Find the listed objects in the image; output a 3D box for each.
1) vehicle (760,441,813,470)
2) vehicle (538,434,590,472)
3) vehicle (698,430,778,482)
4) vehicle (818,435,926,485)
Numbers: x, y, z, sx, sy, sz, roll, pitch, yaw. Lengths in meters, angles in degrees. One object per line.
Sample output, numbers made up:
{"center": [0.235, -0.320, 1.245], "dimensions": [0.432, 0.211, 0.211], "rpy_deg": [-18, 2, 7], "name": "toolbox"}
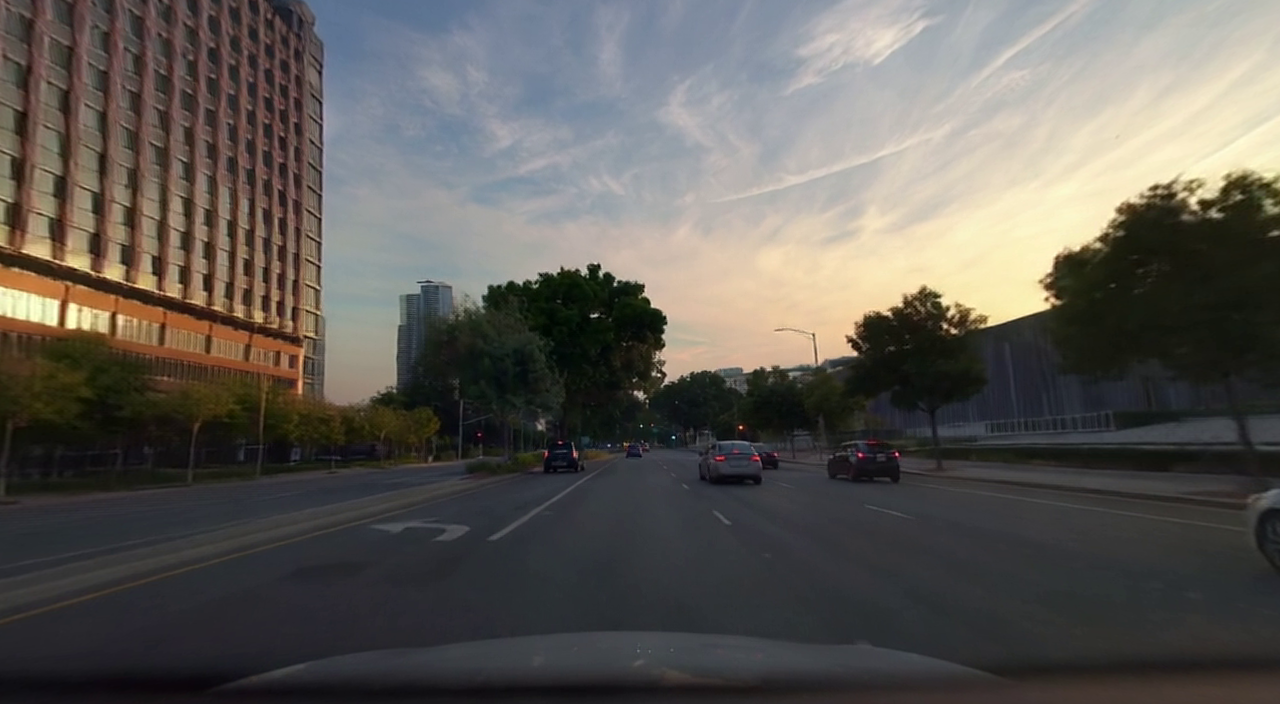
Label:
{"center": [8.029, 5.706, 35.067], "dimensions": [1.884, 1.478, 4.164], "rpy_deg": [0, -8, 0], "name": "vehicle"}
{"center": [-3.797, 5.147, 32.357], "dimensions": [2.155, 1.797, 3.989], "rpy_deg": [0, -8, 0], "name": "vehicle"}
{"center": [3.564, 3.902, 23.891], "dimensions": [2.152, 1.742, 4.704], "rpy_deg": [0, -8, -1], "name": "vehicle"}
{"center": [7.898, 3.711, 22.061], "dimensions": [1.944, 1.503, 4.723], "rpy_deg": [0, -8, -1], "name": "vehicle"}
